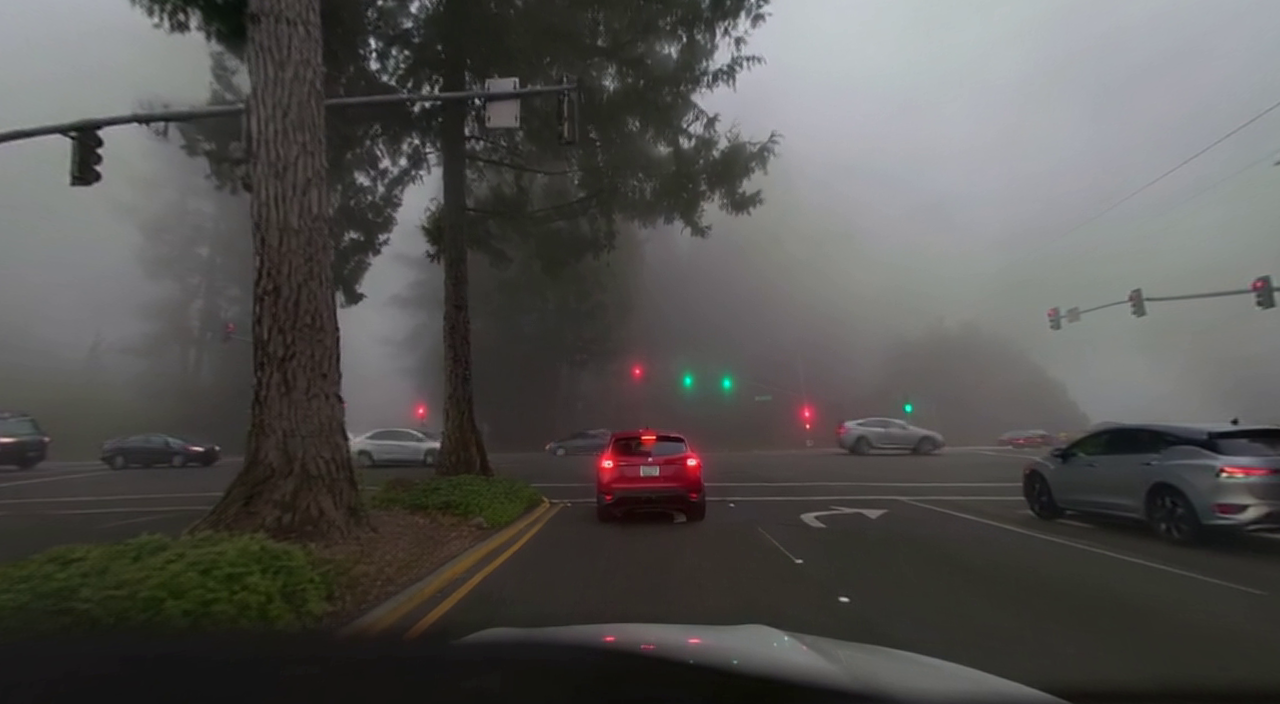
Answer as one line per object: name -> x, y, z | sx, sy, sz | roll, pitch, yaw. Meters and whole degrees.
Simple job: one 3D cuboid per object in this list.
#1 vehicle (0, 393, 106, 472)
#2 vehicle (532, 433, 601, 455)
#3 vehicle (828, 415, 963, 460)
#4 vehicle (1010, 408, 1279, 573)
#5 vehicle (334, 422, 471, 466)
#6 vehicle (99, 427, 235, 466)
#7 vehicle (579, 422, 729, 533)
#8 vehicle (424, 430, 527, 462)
vehicle -> -29.180, 3.447, 26.596 | 10.544, 3.126, 2.909 | 0, -8, 0
vehicle -> -4.932, 6.257, 42.856 | 4.507, 1.440, 1.736 | 0, -8, -1
vehicle -> 10.662, 3.605, 26.606 | 4.786, 1.803, 1.967 | 0, -8, 0
vehicle -> 7.108, 1.646, 8.247 | 1.901, 1.577, 4.348 | 0, -8, 0
vehicle -> -9.899, 3.883, 26.556 | 4.921, 1.757, 2.036 | -1, -8, 2
vehicle -> -22.442, 4.509, 30.078 | 4.833, 1.784, 2.027 | 0, -8, 1
vehicle -> 0.141, 1.985, 10.546 | 2.041, 1.485, 3.813 | 0, -8, -1
vehicle -> -7.790, 4.484, 30.152 | 4.399, 1.445, 1.769 | -1, -8, 3
